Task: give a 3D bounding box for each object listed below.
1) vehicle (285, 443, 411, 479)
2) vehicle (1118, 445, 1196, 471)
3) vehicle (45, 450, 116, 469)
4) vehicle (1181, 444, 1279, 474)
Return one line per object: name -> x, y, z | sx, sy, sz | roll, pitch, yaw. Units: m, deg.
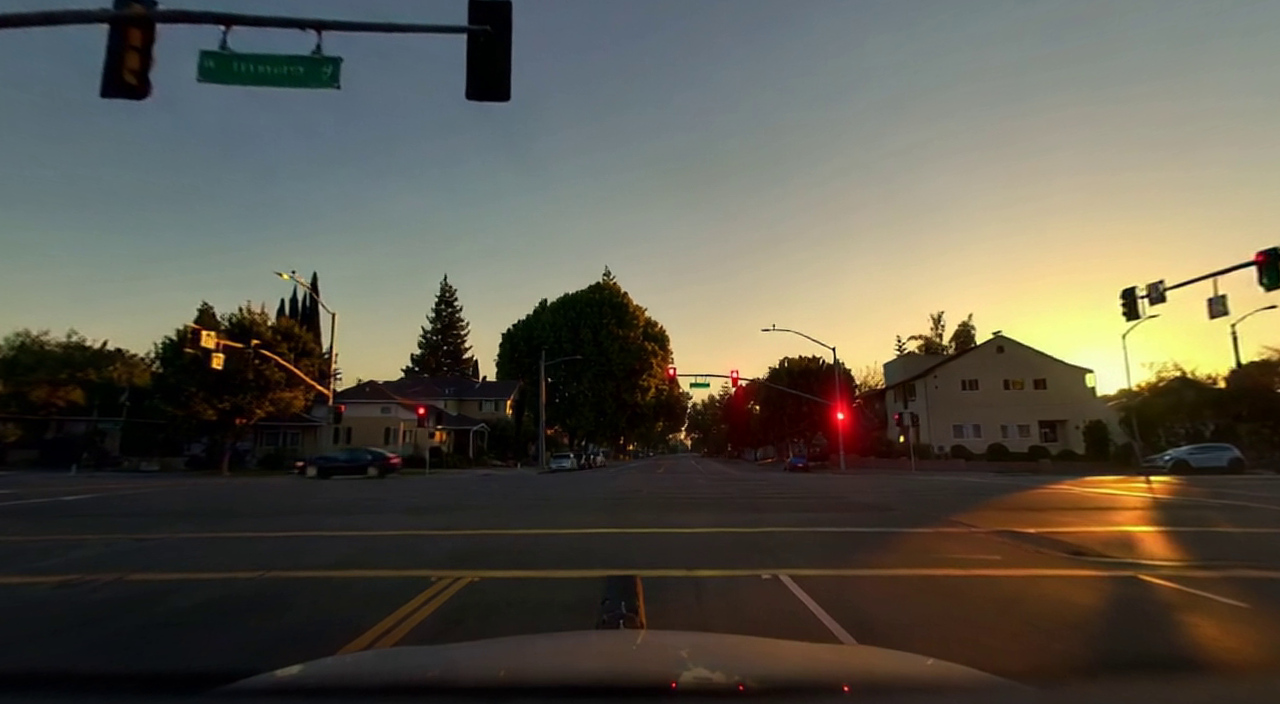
vehicle -> -12.646, 4.732, 27.585 | 4.560, 1.463, 1.858 | 0, -9, 1
vehicle -> 37.136, 7.590, 45.531 | 1.853, 1.723, 4.460 | 0, -9, 0
vehicle -> -43.922, 8.421, 49.647 | 3.949, 1.422, 1.744 | 0, -9, 2
vehicle -> 37.903, 6.837, 40.547 | 1.915, 1.773, 4.499 | 1, -9, -9
